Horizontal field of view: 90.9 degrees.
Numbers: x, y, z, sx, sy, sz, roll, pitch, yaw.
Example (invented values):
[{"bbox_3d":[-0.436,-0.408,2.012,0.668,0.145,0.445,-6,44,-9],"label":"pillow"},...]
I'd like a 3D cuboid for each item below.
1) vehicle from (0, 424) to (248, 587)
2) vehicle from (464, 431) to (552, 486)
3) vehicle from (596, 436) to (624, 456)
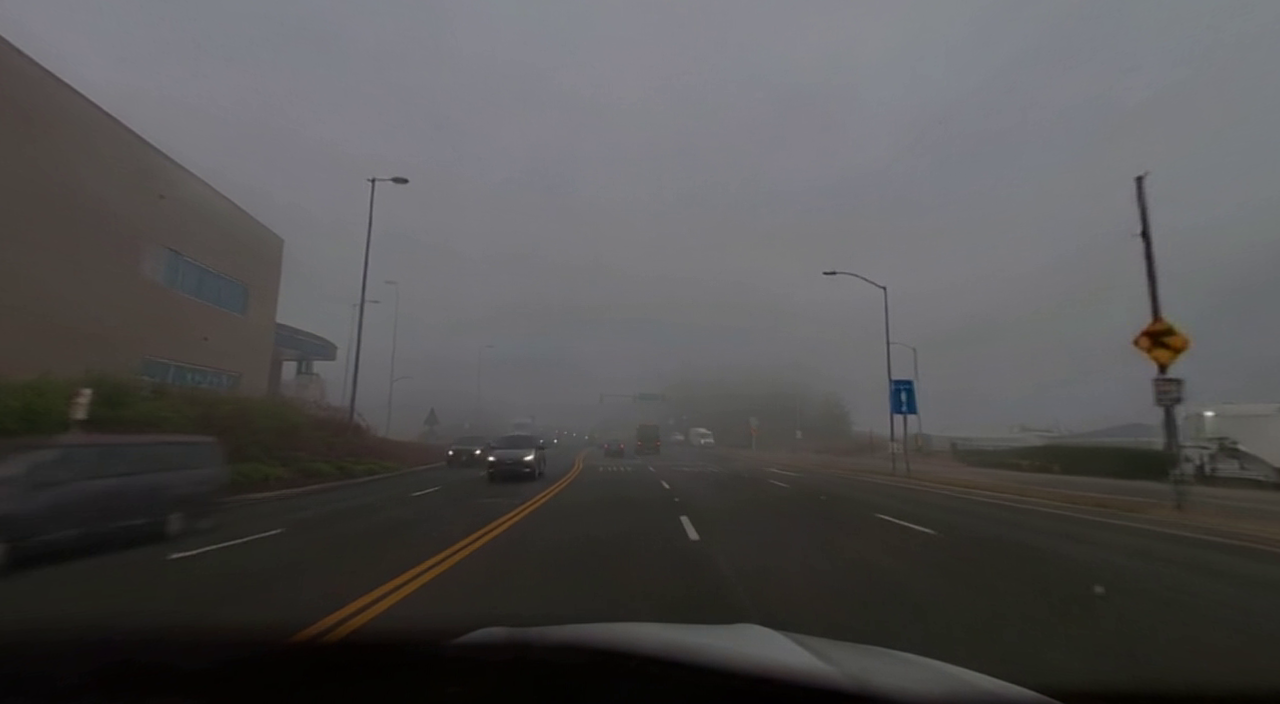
[{"bbox_3d":[-6.841,1.631,7.374,1.922,1.489,3.939,0,-8,0],"label":"vehicle"},{"bbox_3d":[-4.012,3.295,19.871,2.003,1.562,3.862,0,-8,-1],"label":"vehicle"},{"bbox_3d":[-2.376,7.330,49.152,2.060,1.491,3.873,1,-8,-3],"label":"vehicle"}]
